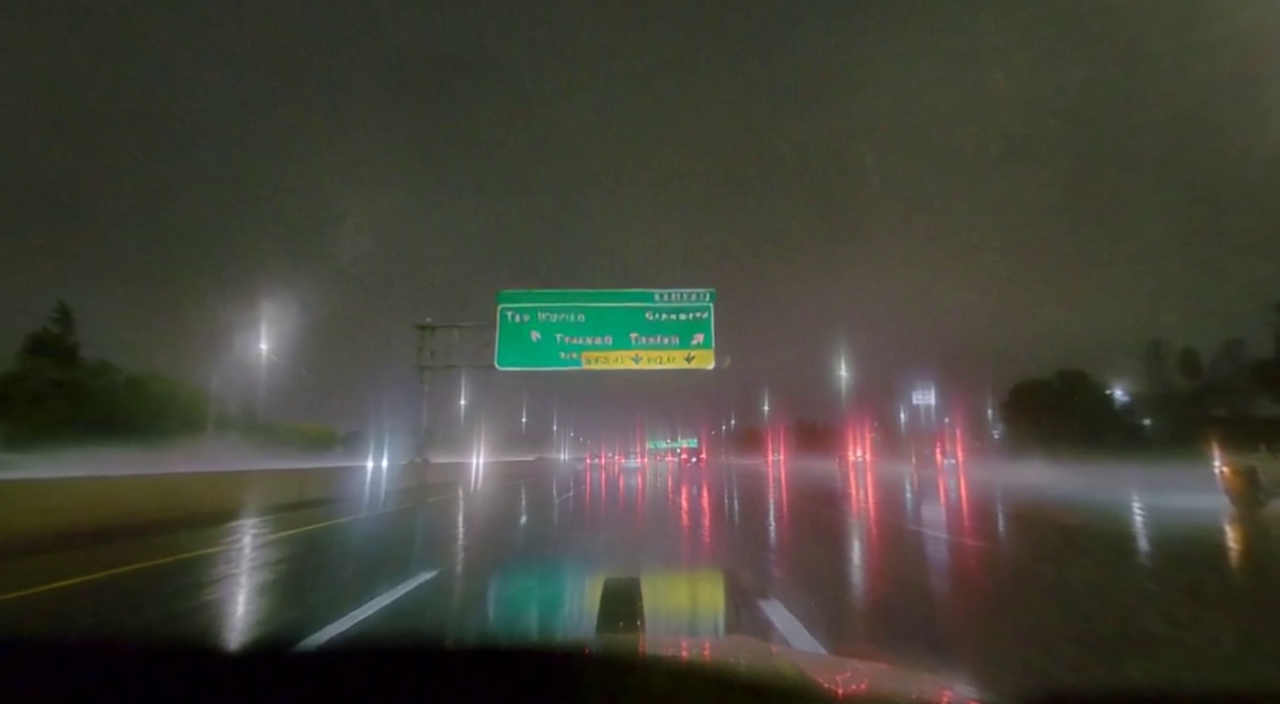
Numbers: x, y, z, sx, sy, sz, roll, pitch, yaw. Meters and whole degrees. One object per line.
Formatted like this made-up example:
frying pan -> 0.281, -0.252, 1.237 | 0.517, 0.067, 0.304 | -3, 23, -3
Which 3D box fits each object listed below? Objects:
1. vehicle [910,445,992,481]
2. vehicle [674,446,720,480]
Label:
vehicle -> 16.512, 5.898, 33.748 | 2.116, 1.754, 4.727 | 0, -9, 2
vehicle -> 3.171, 6.268, 35.887 | 2.147, 1.794, 4.538 | 0, -9, -1
